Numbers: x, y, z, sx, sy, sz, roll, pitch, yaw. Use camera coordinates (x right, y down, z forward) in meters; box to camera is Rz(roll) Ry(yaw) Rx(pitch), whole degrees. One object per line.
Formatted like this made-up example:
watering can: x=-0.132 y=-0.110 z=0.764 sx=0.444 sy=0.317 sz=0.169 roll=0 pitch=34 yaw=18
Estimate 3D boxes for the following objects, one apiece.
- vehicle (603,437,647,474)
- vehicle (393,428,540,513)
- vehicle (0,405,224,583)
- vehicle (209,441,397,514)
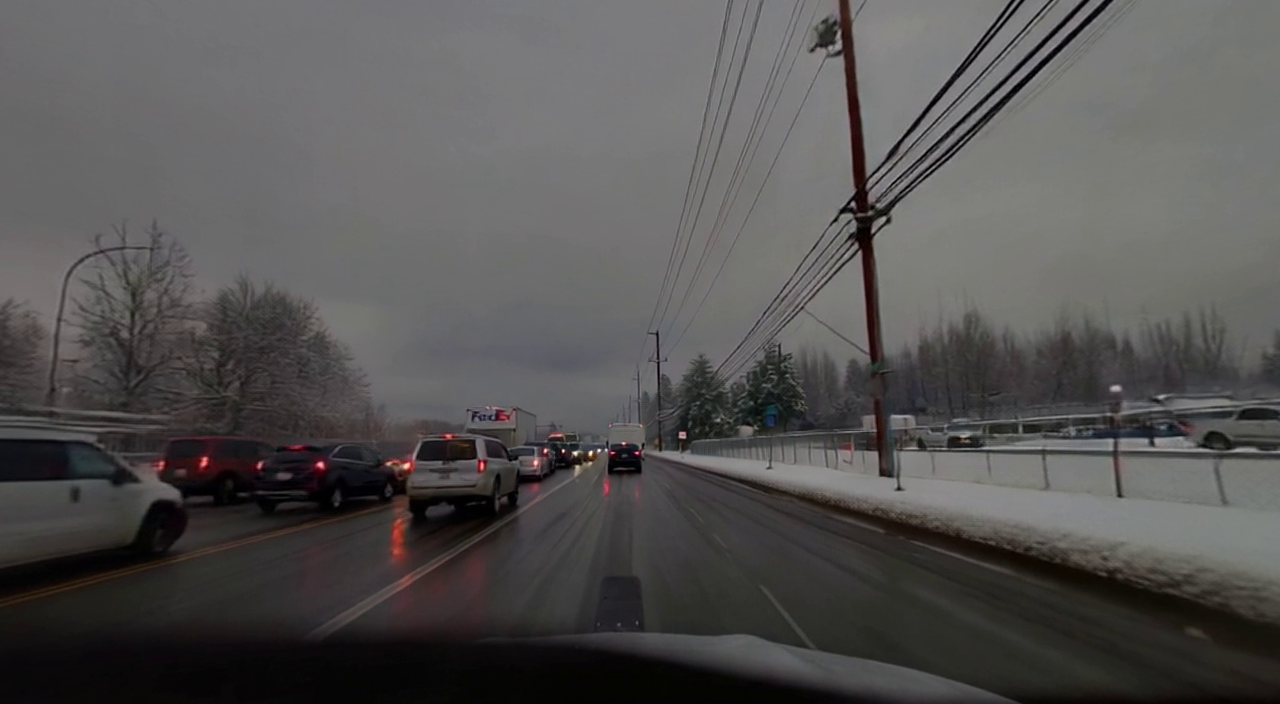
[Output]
vehicle: x=-0.752 y=5.138 z=31.485 sx=2.055 sy=1.671 sz=4.147 roll=0 pitch=-8 yaw=-2
vehicle: x=-3.815 y=2.706 z=14.939 sx=2.057 sy=1.673 sz=4.934 roll=0 pitch=-8 yaw=0
vehicle: x=-7.334 y=1.538 z=7.180 sx=2.023 sy=1.736 sz=4.579 roll=0 pitch=-8 yaw=0
vehicle: x=-8.001 y=2.971 z=15.657 sx=1.909 sy=1.473 sz=5.050 roll=0 pitch=-8 yaw=0
